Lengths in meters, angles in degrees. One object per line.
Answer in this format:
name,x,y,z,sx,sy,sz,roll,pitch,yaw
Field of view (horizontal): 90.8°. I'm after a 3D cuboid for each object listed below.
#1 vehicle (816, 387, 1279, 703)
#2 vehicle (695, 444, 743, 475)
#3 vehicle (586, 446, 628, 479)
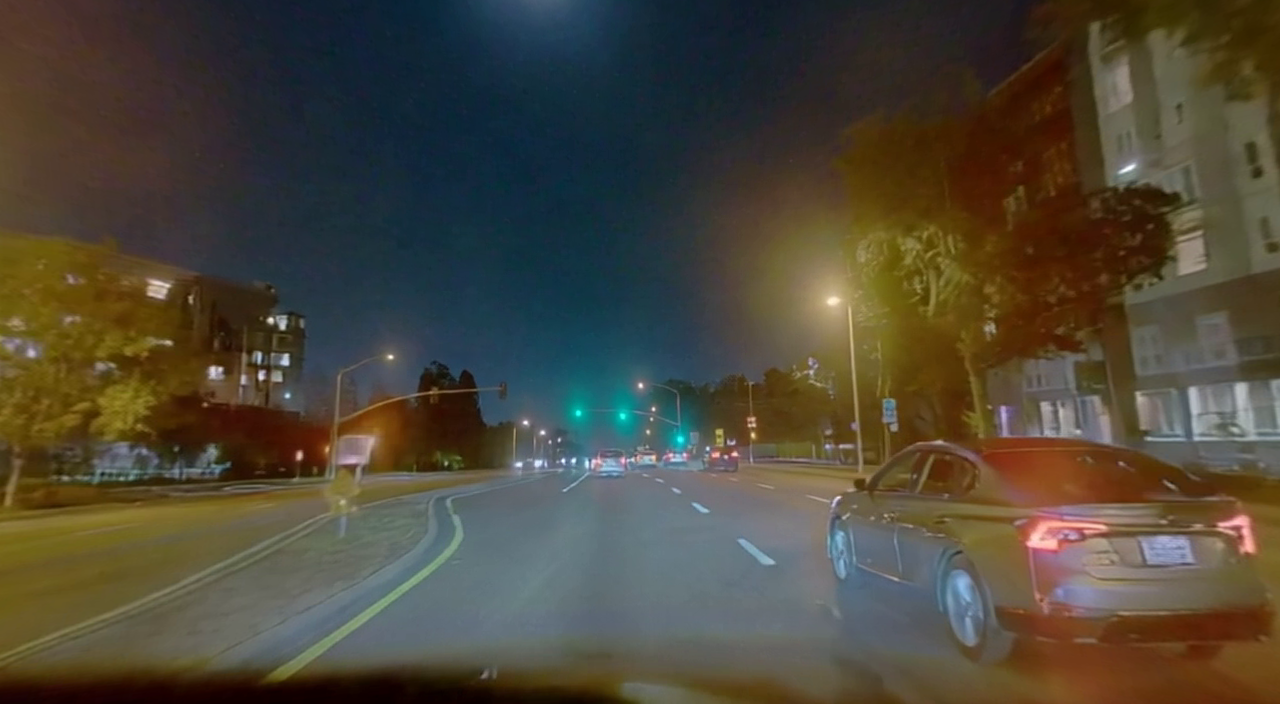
vehicle,3.288,1.387,5.742,1.893,1.664,4.670,0,-9,-2
vehicle,5.131,7.080,41.801,2.052,1.886,5.297,0,-9,-5
vehicle,-1.798,5.859,33.676,2.101,1.641,4.341,0,-9,-4
